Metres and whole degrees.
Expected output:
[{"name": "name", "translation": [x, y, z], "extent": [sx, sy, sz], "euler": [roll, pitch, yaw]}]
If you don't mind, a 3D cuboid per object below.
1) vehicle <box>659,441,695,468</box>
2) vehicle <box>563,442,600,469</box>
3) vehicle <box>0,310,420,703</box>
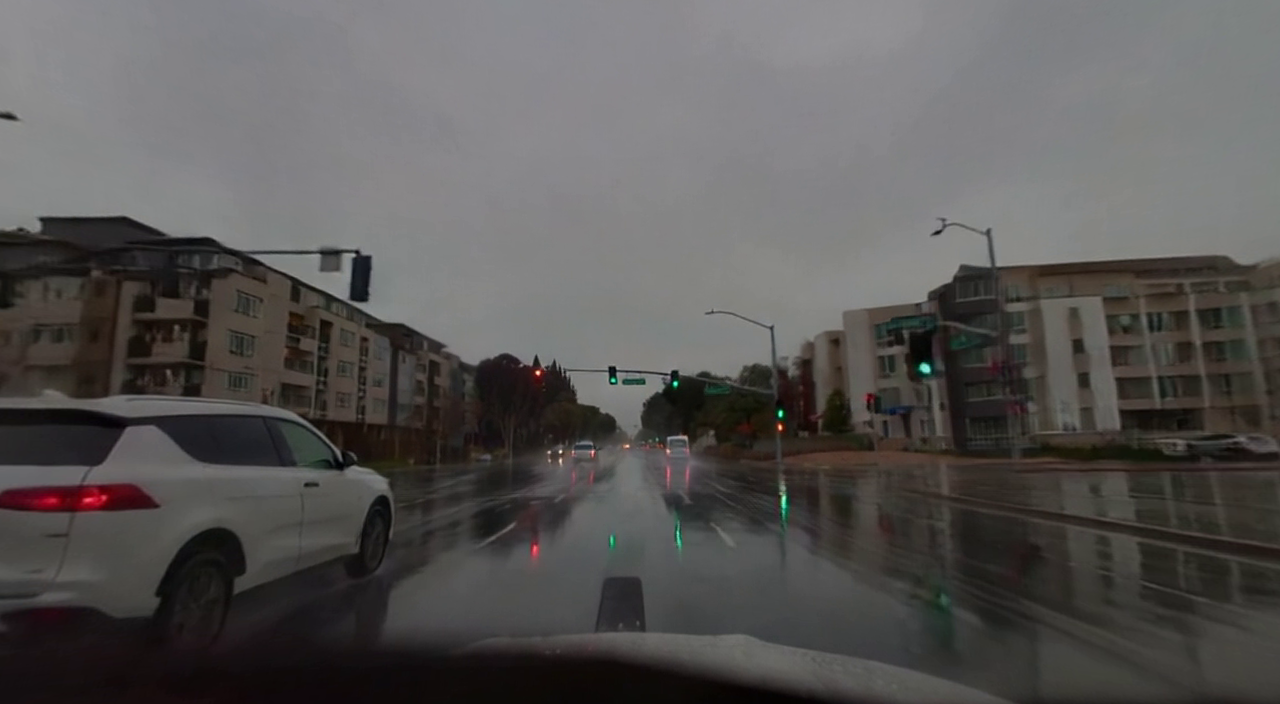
[{"name": "vehicle", "translation": [2.469, 6.907, 42.750], "extent": [2.018, 1.719, 4.369], "euler": [0, -8, -2]}, {"name": "vehicle", "translation": [-3.886, 6.960, 42.569], "extent": [2.083, 1.685, 4.069], "euler": [0, -8, 0]}, {"name": "vehicle", "translation": [-3.954, 1.164, 5.450], "extent": [2.225, 1.984, 5.168], "euler": [0, -8, 0]}]
